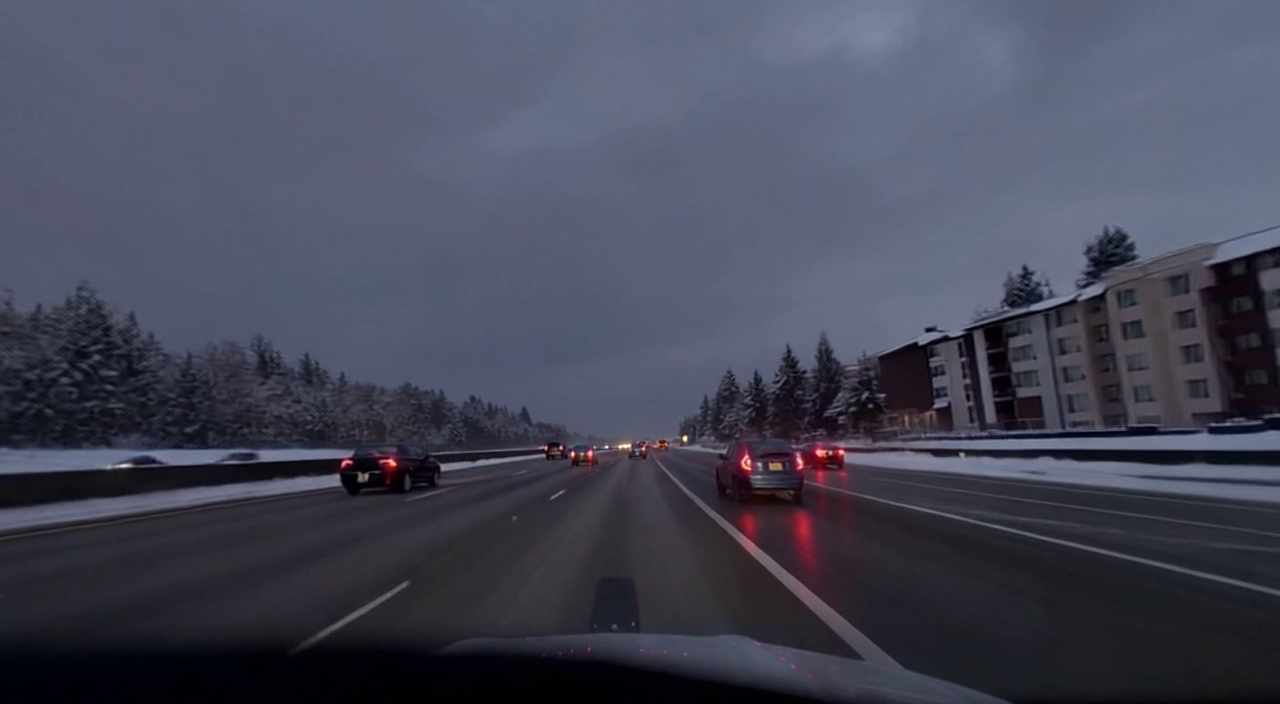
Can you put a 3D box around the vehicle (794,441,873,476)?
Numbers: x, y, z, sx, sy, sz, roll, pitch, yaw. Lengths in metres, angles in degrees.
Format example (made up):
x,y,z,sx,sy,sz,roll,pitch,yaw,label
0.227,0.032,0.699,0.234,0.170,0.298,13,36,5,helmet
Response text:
x,y,z,sx,sy,sz,roll,pitch,yaw,label
8.660,4.790,28.710,2.061,1.459,4.273,0,-9,-3,vehicle

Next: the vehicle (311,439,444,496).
x,y,z,sx,sy,sz,roll,pitch,yaw,label
-7.663,3.399,19.041,2.021,1.496,4.495,0,-9,1,vehicle

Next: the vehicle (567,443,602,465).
x,y,z,sx,sy,sz,roll,pitch,yaw,label
-3.781,6.999,43.525,2.002,1.466,4.378,0,-9,0,vehicle

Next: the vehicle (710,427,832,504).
x,y,z,sx,sy,sz,roll,pitch,yaw,label
3.154,2.842,16.228,2.080,1.694,4.286,0,-9,-1,vehicle
